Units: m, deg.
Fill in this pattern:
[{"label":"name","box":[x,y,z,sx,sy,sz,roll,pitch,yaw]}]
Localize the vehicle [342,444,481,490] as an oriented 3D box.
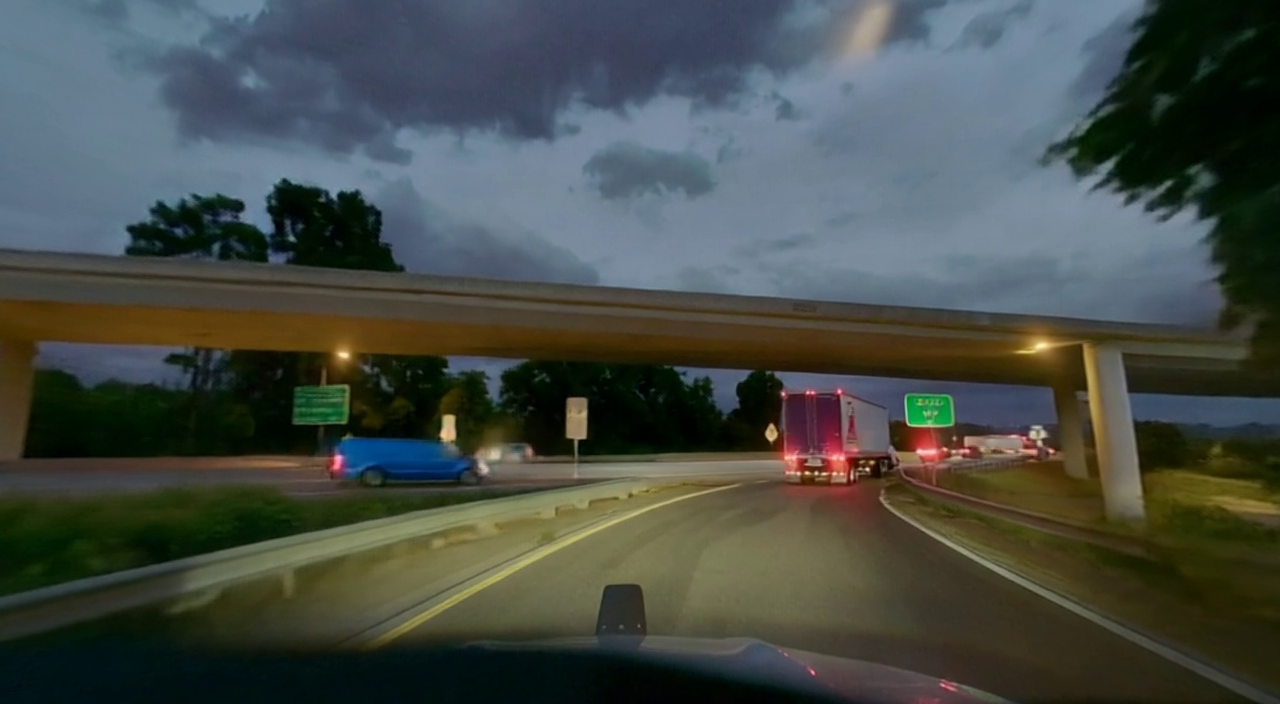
[{"label":"vehicle","box":[-7.869,3.951,21.924,1.940,1.444,4.024,-9,-13,44]}]
